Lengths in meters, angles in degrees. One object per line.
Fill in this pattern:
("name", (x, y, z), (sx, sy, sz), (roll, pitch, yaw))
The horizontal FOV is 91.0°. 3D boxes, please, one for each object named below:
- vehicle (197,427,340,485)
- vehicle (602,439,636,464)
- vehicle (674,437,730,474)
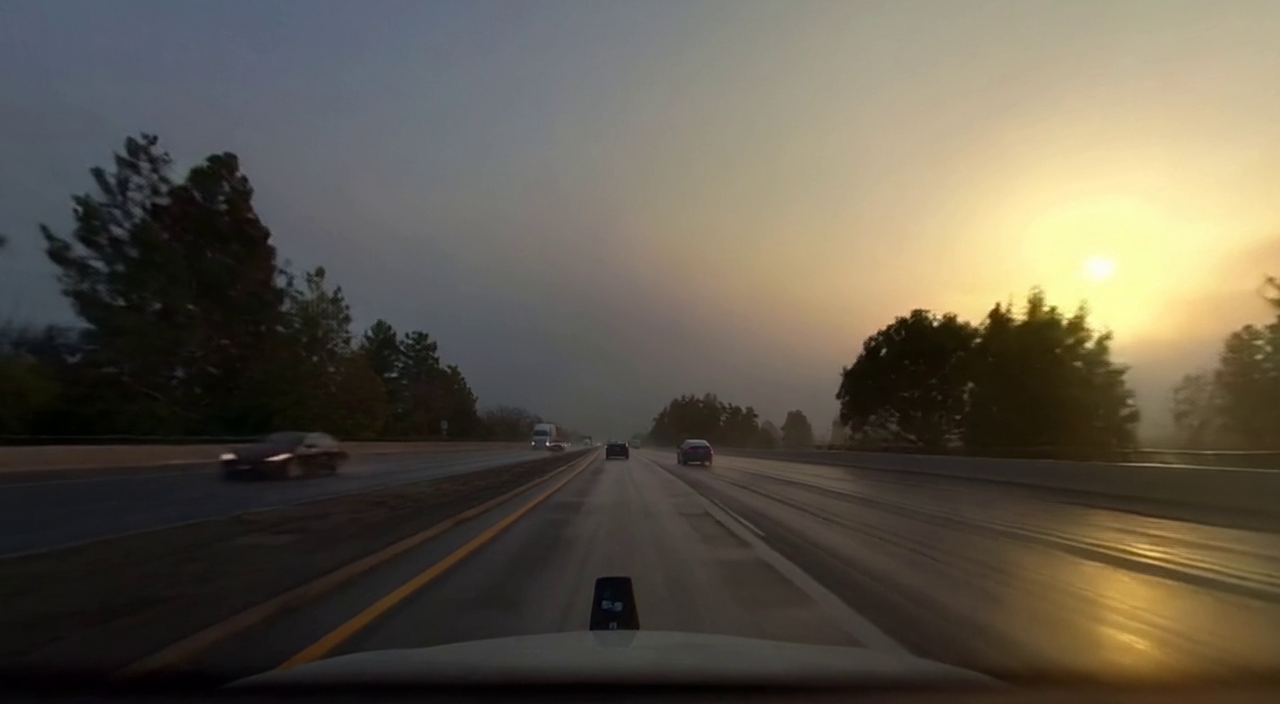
("vehicle", (-10.680, 3.012, 18.448), (1.872, 1.499, 3.792), (-1, -8, 0))
("vehicle", (-1.412, 6.611, 41.963), (2.178, 1.559, 4.254), (0, -8, -3))
("vehicle", (2.744, 4.697, 28.908), (2.146, 1.546, 3.796), (-1, -8, 0))
